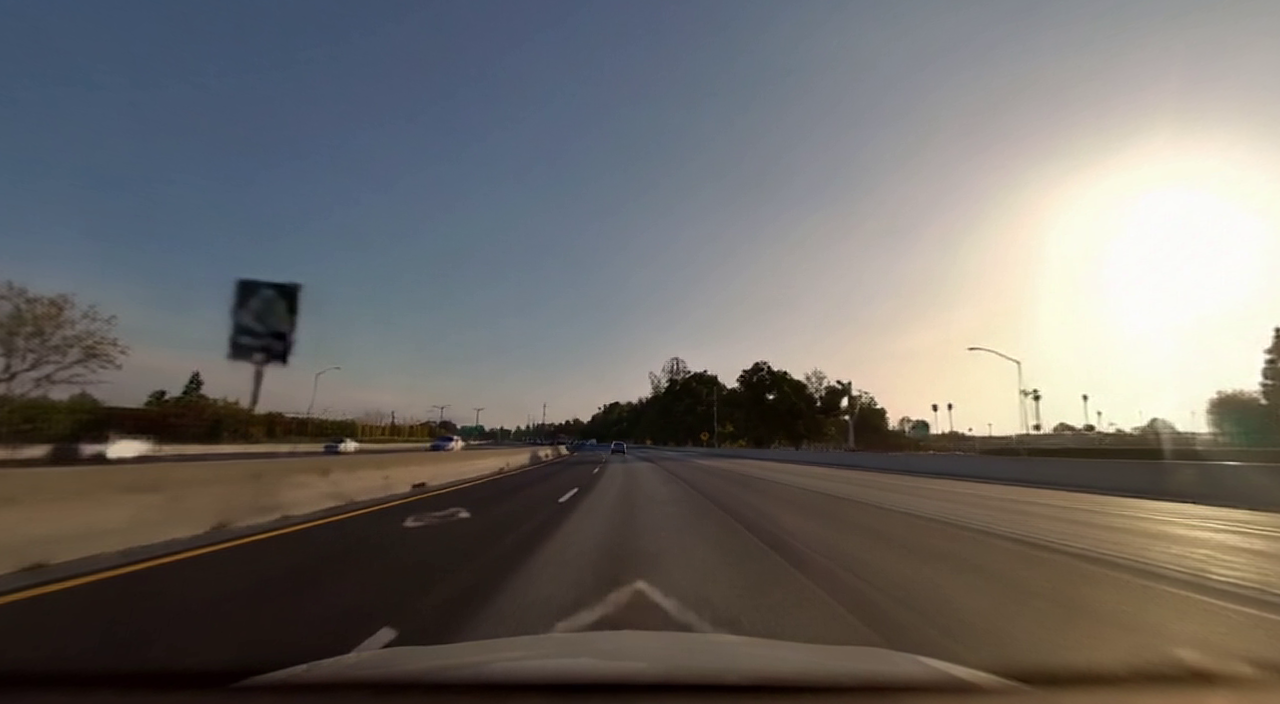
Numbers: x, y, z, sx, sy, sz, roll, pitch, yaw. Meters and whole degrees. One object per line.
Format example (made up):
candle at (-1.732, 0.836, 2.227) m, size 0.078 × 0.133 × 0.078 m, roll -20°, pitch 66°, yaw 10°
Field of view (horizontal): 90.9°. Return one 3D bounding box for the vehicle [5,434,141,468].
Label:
vehicle at (-26.335, 4.629, 29.592) m, size 2.027 × 1.457 × 4.742 m, roll 0°, pitch -8°, yaw -1°
